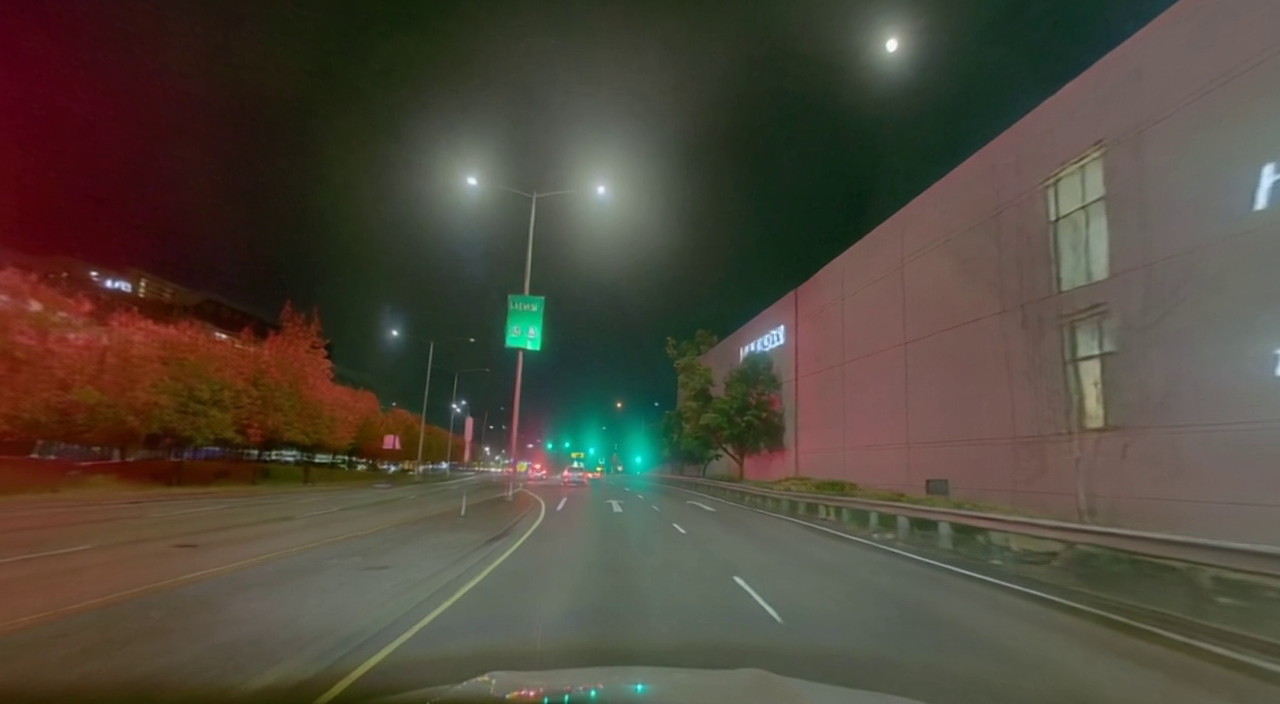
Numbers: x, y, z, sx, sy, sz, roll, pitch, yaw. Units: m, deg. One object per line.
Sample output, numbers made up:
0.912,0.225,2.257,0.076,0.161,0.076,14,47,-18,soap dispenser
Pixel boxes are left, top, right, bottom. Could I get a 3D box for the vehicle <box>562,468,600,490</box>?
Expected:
-3.485,7.417,36.850,1.775,1.186,2.933,3,-11,-13,vehicle
